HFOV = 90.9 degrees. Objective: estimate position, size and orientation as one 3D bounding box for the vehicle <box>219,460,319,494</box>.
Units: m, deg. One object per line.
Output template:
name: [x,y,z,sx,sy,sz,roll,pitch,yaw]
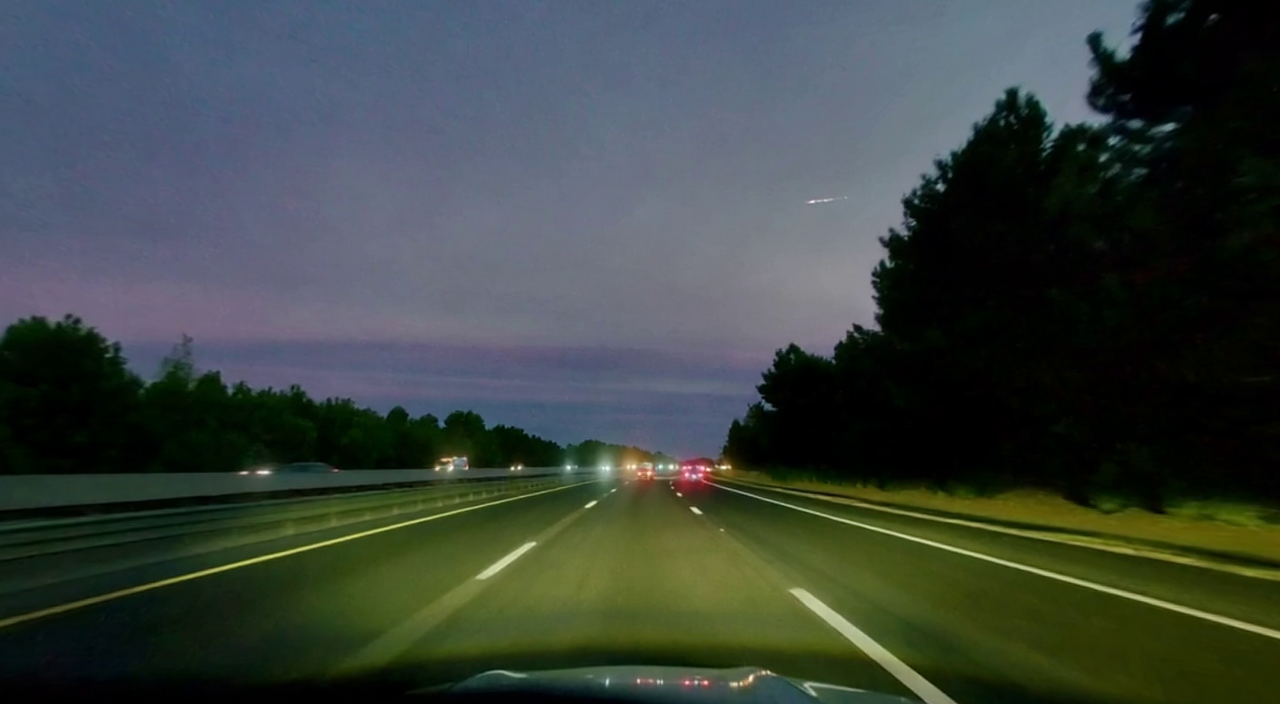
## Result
vehicle: [-16.891,5.711,28.990,1.979,1.390,4.241,0,-10,0]
